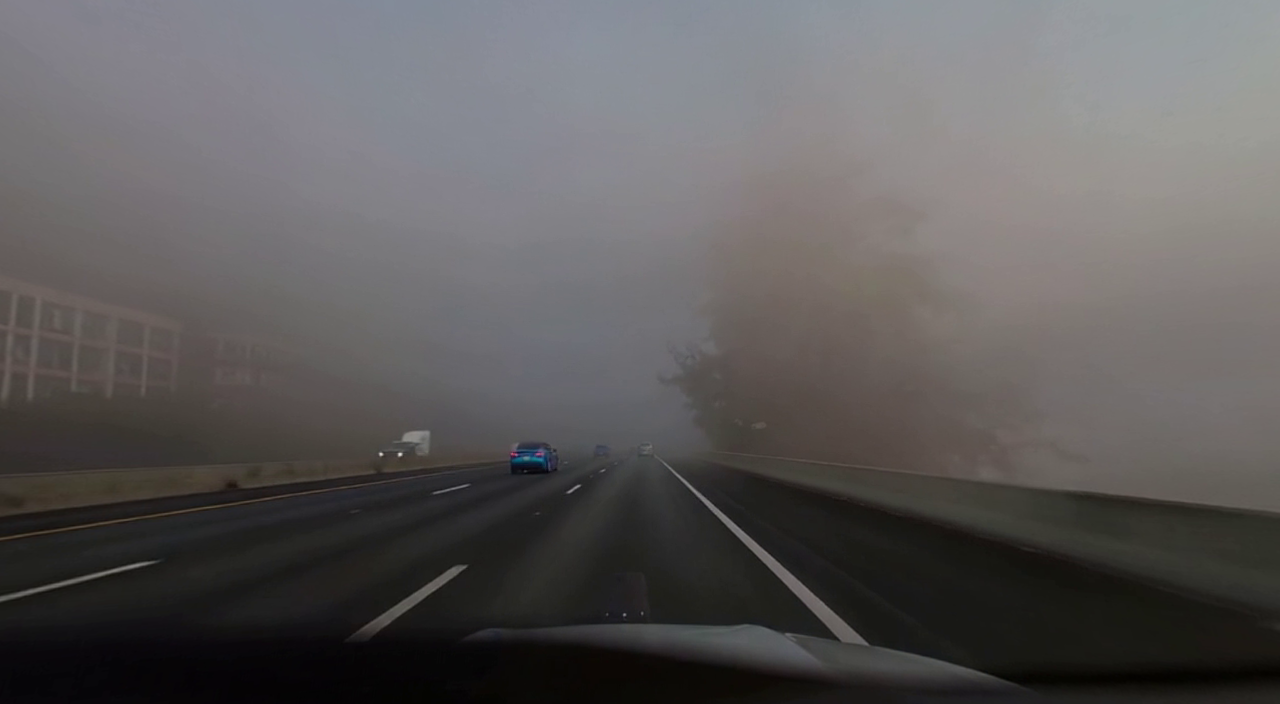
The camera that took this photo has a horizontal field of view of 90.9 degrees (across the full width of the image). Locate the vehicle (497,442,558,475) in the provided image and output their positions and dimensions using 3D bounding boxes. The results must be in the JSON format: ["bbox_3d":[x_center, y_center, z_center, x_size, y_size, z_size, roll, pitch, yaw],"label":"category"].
[{"bbox_3d":[-5.375,5.142,30.726,2.083,1.471,4.350,0,-8,1],"label":"vehicle"}]
